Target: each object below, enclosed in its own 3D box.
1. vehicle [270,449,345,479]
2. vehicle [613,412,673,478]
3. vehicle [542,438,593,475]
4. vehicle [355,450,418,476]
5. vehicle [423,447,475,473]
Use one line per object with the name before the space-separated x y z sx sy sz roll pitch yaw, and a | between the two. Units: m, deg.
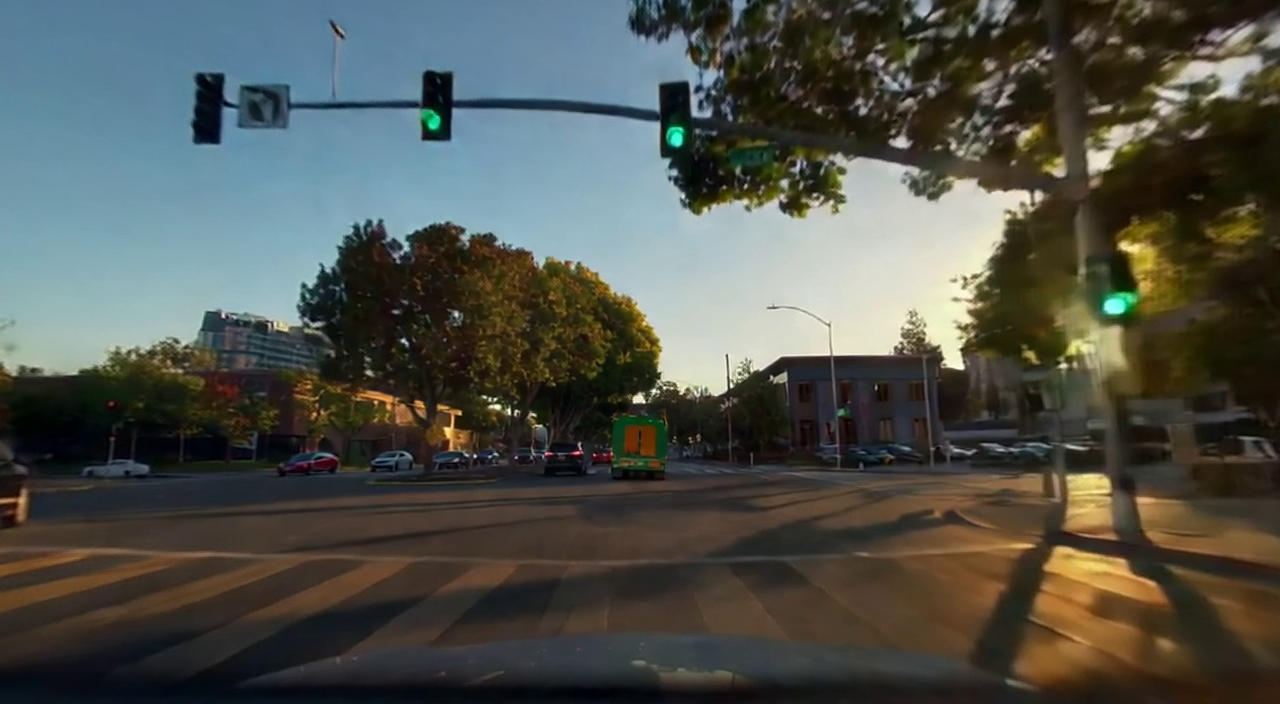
vehicle | -22.157 7.442 42.219 2.017 1.785 5.092 -1 -8 3
vehicle | -0.018 5.196 35.404 2.843 3.120 10.422 0 -8 -2
vehicle | -3.844 5.658 34.384 2.184 1.830 4.890 0 -8 0
vehicle | -16.243 7.097 40.602 2.022 1.442 4.853 -4 -9 1
vehicle | -12.896 7.285 42.854 1.960 1.627 4.784 0 -8 1
